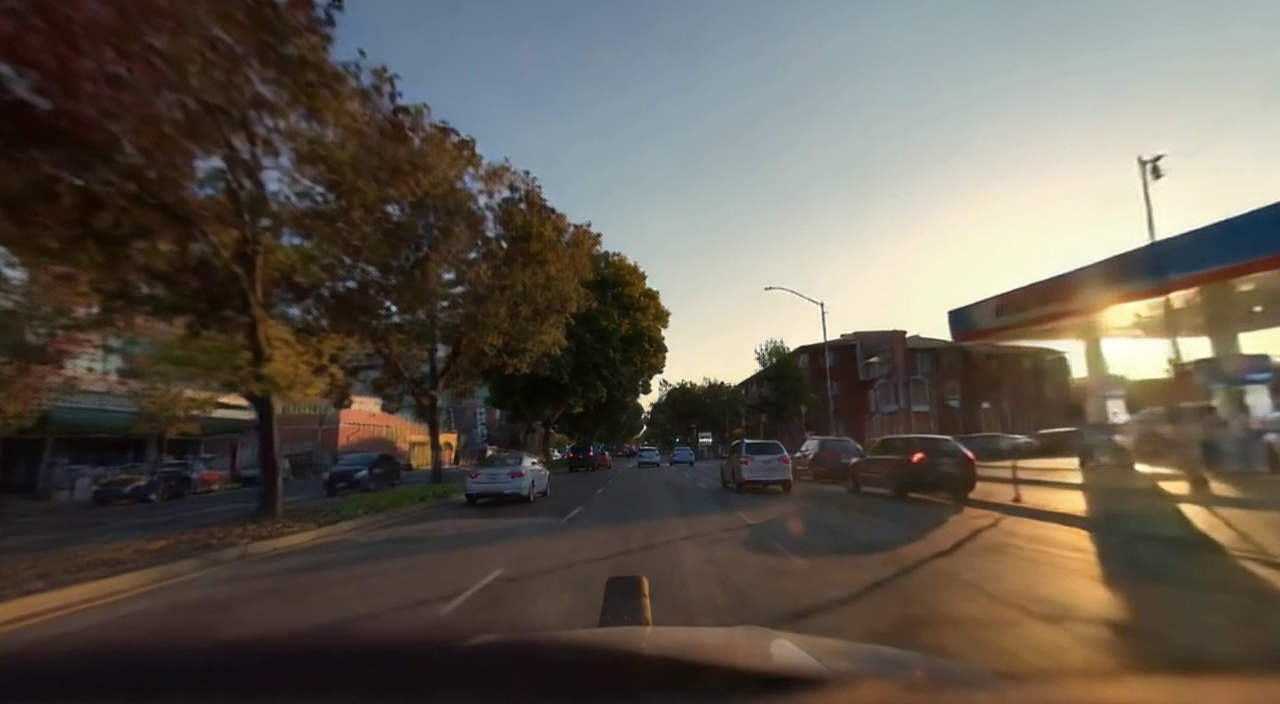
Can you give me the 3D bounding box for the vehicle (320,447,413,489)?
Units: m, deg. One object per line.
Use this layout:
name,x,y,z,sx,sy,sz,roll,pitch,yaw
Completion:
vehicle,-12.263,5.191,28.682,2.096,1.720,4.694,0,-8,1

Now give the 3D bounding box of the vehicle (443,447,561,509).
vehicle,-3.402,3.188,16.486,2.013,1.354,4.393,0,-8,1

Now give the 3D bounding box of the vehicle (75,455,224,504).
vehicle,-18.711,4.845,24.375,1.947,1.616,4.638,0,-8,1

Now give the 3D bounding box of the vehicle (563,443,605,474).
vehicle,-3.220,6.163,36.742,1.988,1.645,3.995,0,-8,1

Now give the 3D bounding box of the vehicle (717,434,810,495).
vehicle,3.789,3.558,20.290,1.980,1.709,4.813,0,-8,0

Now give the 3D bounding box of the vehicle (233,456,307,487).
vehicle,-21.996,7.078,37.679,1.821,1.645,4.211,0,-8,1

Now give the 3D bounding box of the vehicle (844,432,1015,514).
vehicle,7.060,3.017,16.158,2.417,1.736,5.043,-1,-9,6

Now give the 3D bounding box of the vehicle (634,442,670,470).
vehicle,0.765,6.740,41.031,2.192,1.674,4.124,0,-8,0
